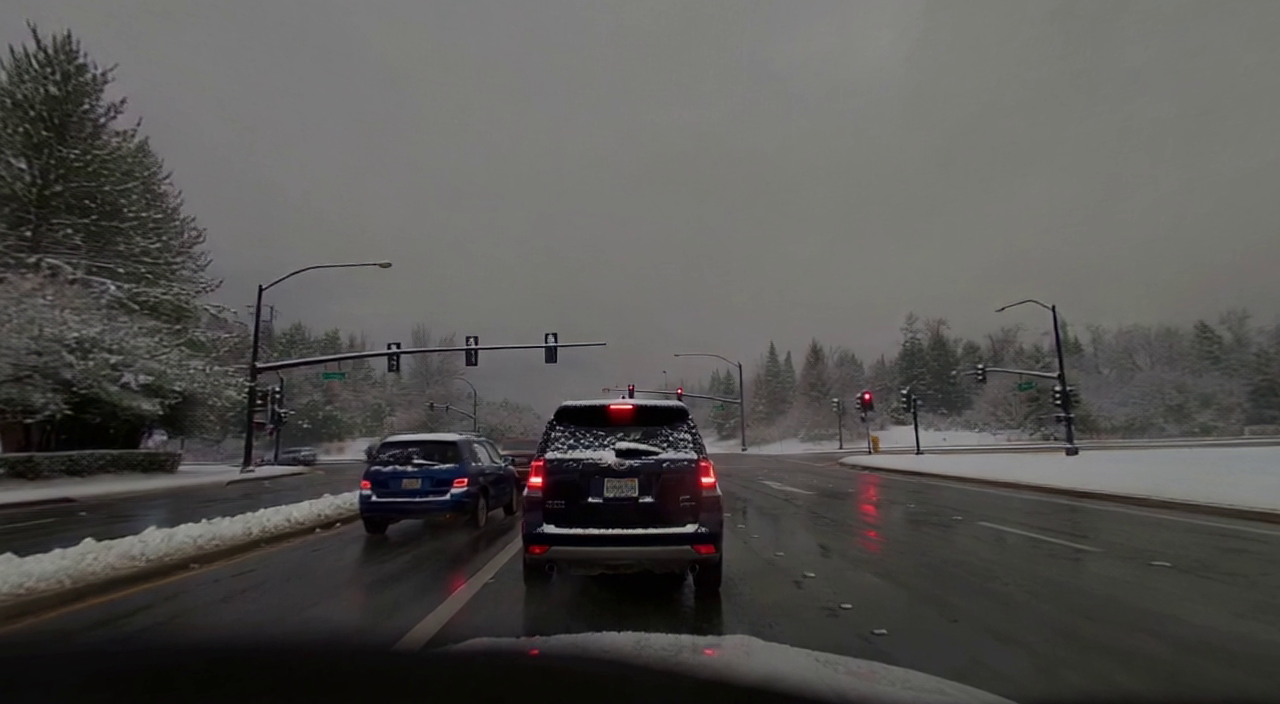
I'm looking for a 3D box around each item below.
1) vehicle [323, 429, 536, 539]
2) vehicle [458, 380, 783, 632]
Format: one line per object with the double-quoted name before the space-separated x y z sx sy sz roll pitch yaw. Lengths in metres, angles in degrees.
"vehicle" -3.363 2.220 11.395 2.061 1.504 5.142 0 -8 0
"vehicle" -0.160 1.392 6.626 2.298 1.770 4.138 0 -8 -1
